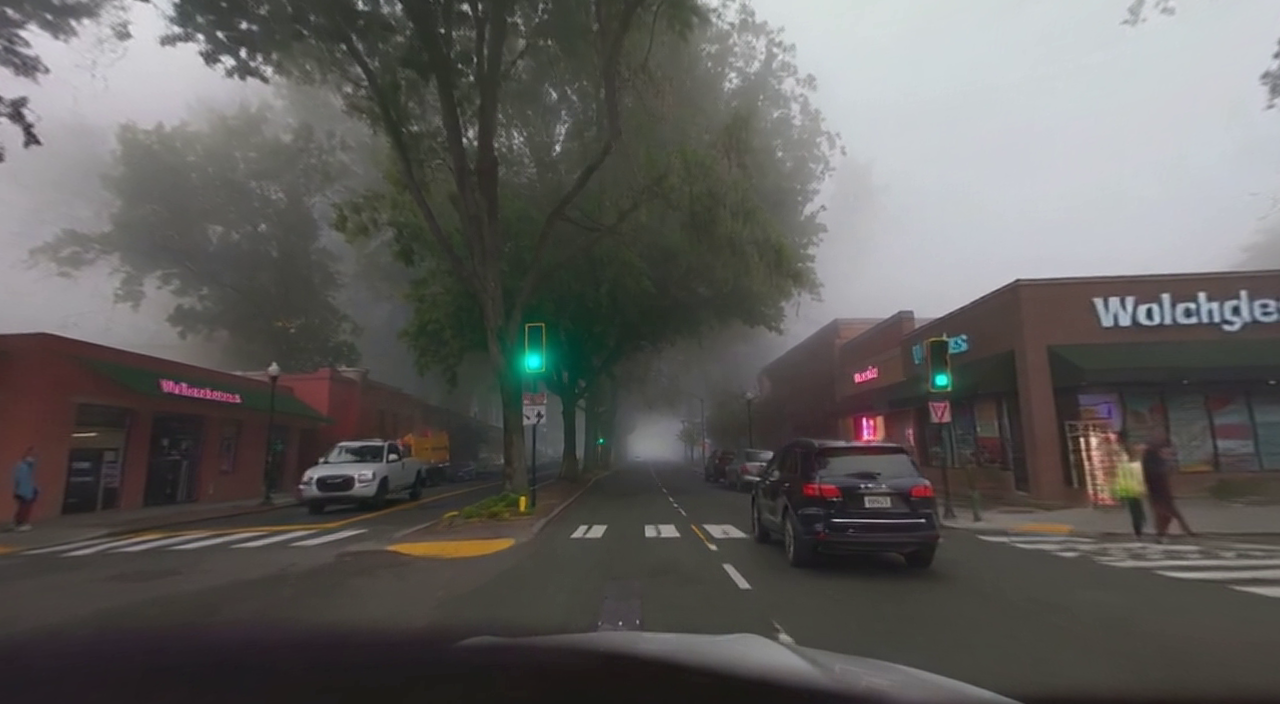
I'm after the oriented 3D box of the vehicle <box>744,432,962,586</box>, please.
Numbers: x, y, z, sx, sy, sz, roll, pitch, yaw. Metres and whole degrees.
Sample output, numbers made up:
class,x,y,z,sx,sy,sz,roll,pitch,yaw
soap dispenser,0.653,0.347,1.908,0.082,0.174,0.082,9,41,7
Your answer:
class,x,y,z,sx,sy,sz,roll,pitch,yaw
vehicle,2.573,1.930,8.388,1.822,1.654,2.794,0,-8,-1

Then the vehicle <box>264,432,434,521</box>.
class,x,y,z,sx,sy,sz,roll,pitch,yaw
vehicle,-8.693,3.744,19.778,2.489,2.323,5.843,0,-8,0

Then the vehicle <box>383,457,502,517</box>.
class,x,y,z,sx,sy,sz,roll,pitch,yaw
vehicle,-5.668,3.920,18.839,1.983,1.438,4.559,0,-8,1
